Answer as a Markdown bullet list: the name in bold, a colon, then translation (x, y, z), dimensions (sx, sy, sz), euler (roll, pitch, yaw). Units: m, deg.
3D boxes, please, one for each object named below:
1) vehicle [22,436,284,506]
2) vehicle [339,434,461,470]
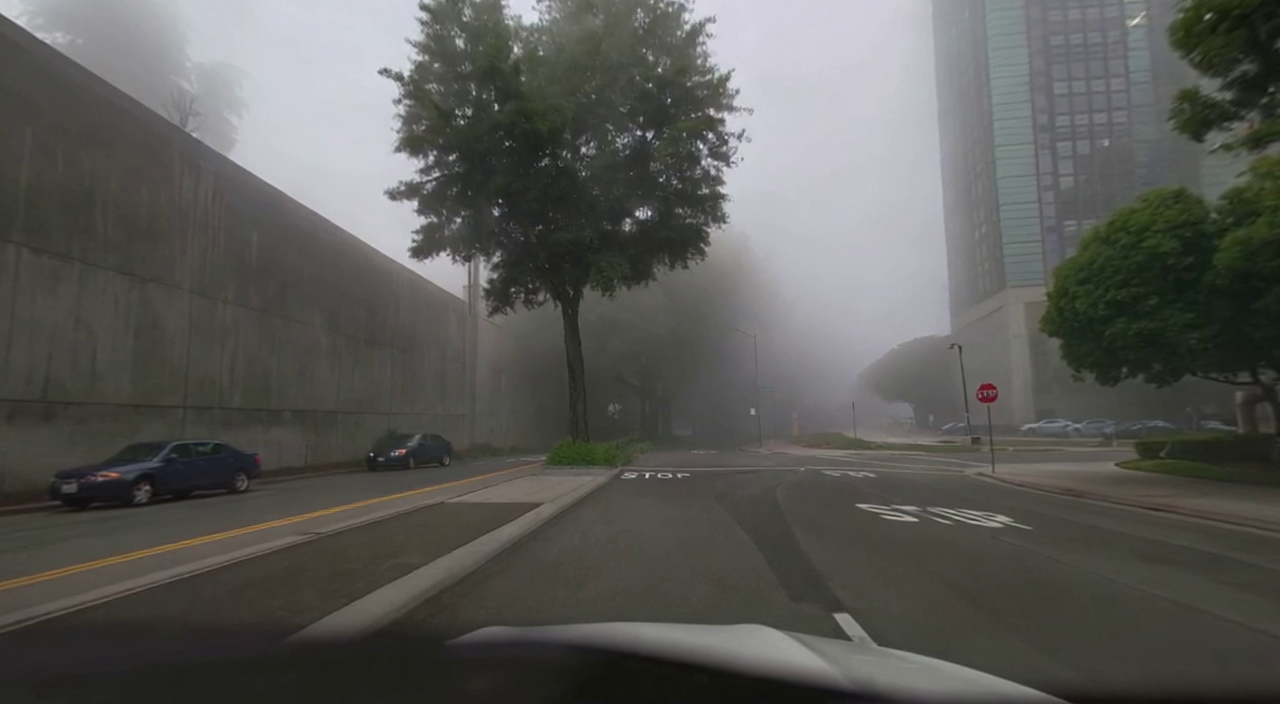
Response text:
- **vehicle**: translation (-11.219, 2.765, 15.044), dimensions (4.421, 1.446, 2.053), euler (3, -9, -20)
- **vehicle**: translation (-10.597, 4.406, 27.957), dimensions (4.694, 1.447, 2.137), euler (5, -10, -29)
